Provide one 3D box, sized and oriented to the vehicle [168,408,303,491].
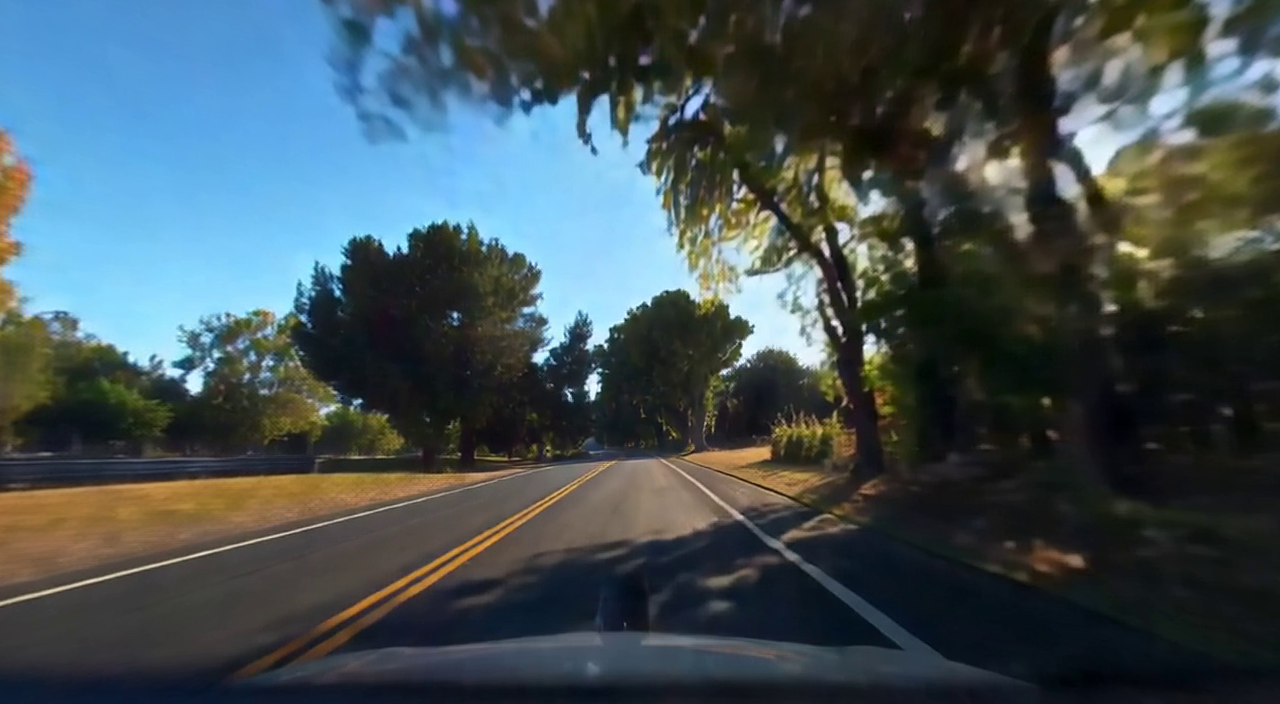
[{"bbox_3d":[-23.132,5.634,36.625,3.118,4.309,6.820,0,-8,0],"label":"vehicle"}]
